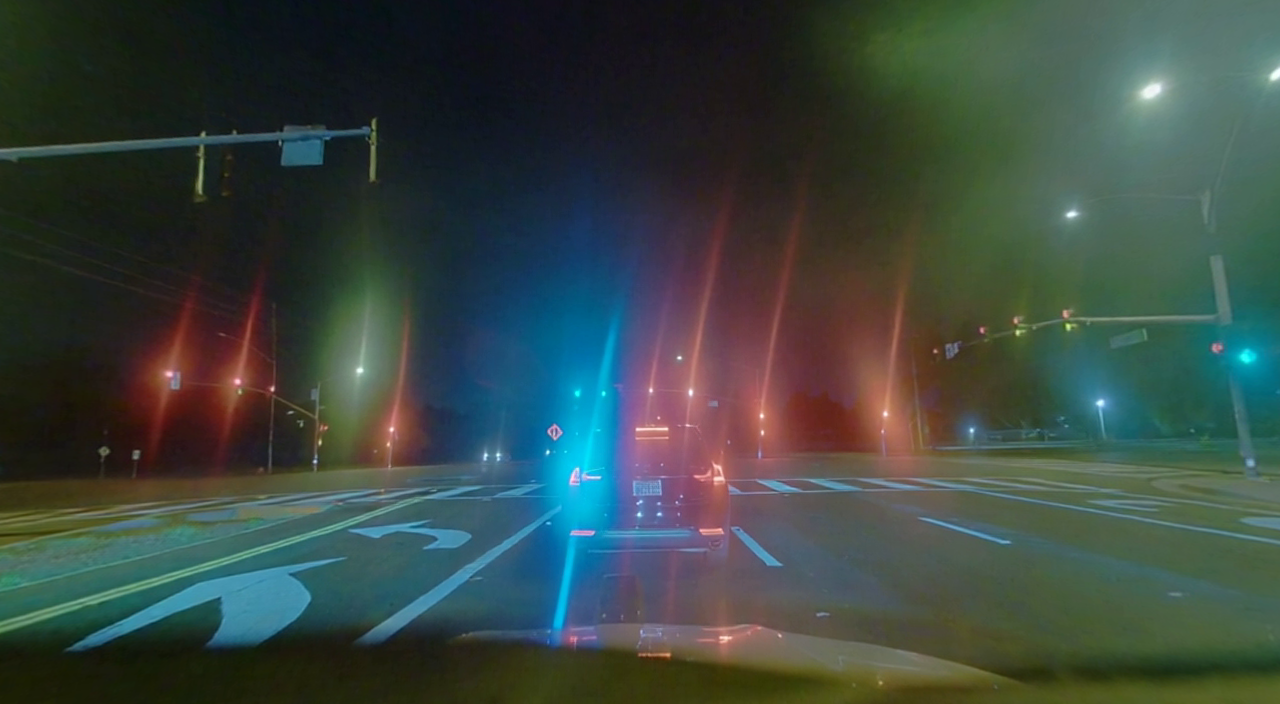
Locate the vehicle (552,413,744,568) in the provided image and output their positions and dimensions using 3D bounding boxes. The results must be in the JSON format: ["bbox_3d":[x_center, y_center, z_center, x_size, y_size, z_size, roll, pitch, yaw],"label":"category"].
[{"bbox_3d":[0.045,1.756,8.707,2.027,1.626,3.942,0,-8,-1],"label":"vehicle"}]
